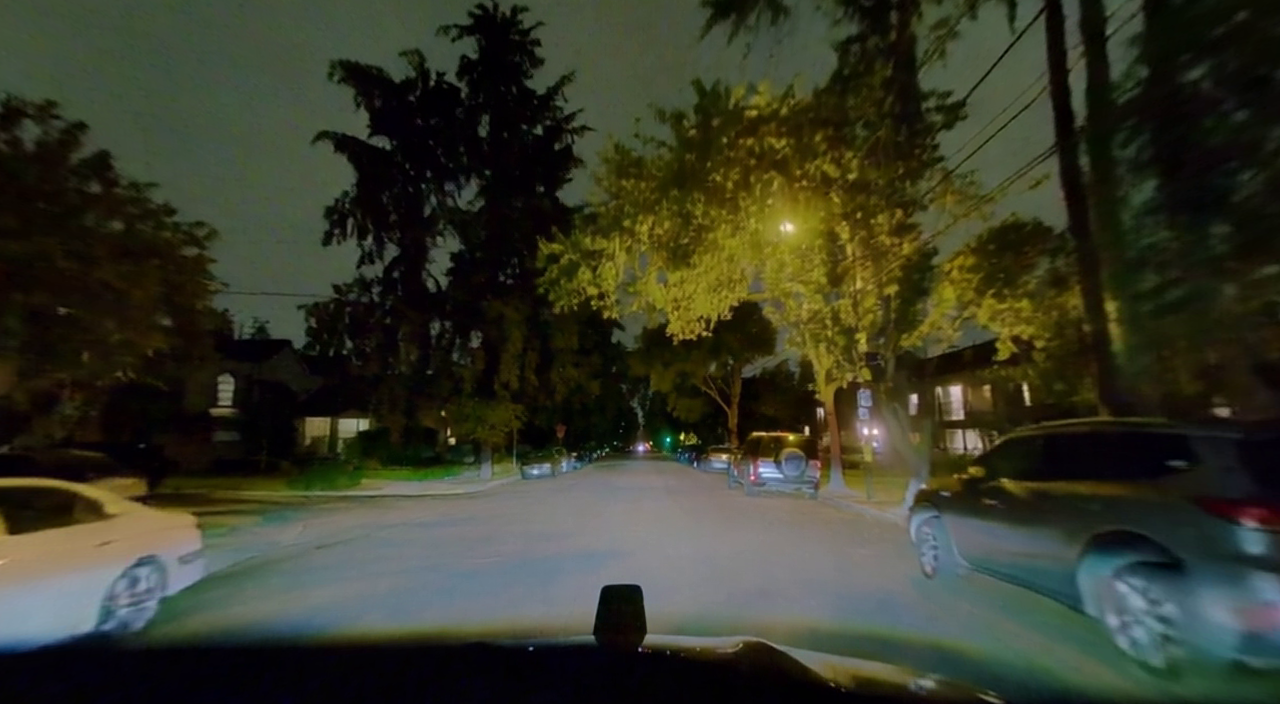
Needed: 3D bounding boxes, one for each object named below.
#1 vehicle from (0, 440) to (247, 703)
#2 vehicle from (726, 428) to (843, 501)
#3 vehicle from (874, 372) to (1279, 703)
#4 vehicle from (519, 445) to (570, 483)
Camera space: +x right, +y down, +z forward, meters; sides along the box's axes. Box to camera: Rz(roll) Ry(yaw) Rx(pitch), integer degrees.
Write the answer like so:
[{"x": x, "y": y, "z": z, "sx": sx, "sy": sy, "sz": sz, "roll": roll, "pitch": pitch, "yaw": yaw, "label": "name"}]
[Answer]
[{"x": -4.505, "y": 1.314, "z": 3.390, "sx": 1.934, "sy": 1.547, "sz": 4.400, "roll": -1, "pitch": -7, "yaw": 0, "label": "vehicle"}, {"x": 4.128, "y": 3.340, "z": 19.053, "sx": 2.215, "sy": 1.897, "sz": 5.131, "roll": 0, "pitch": -9, "yaw": -1, "label": "vehicle"}, {"x": 3.894, "y": 1.352, "z": 5.206, "sx": 2.077, "sy": 1.788, "sz": 4.480, "roll": 2, "pitch": -9, "yaw": -2, "label": "vehicle"}, {"x": -4.440, "y": 5.236, "z": 29.678, "sx": 1.870, "sy": 1.562, "sz": 4.212, "roll": -1, "pitch": -8, "yaw": -2, "label": "vehicle"}]
